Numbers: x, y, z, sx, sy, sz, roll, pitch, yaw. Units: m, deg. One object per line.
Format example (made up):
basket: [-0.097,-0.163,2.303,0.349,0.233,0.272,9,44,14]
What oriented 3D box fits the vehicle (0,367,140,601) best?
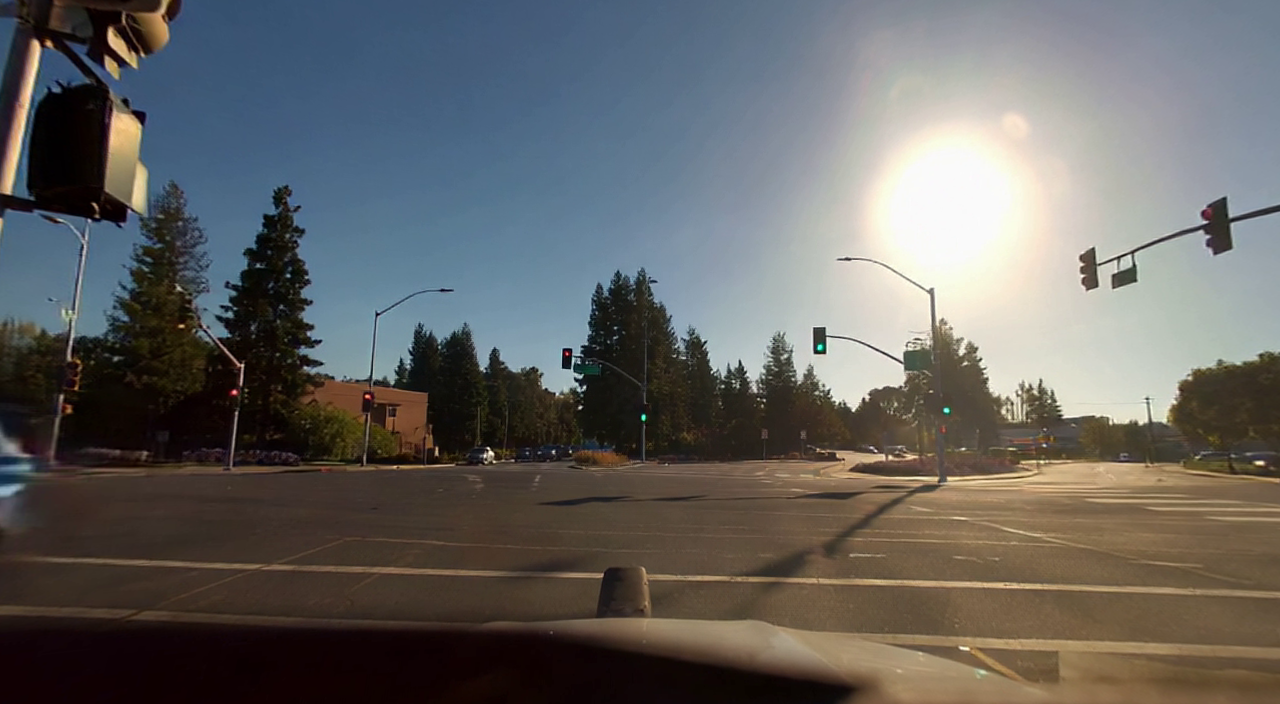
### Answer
vehicle: [-6.091,0.810,3.437,2.234,1.796,5.416,0,-8,0]
